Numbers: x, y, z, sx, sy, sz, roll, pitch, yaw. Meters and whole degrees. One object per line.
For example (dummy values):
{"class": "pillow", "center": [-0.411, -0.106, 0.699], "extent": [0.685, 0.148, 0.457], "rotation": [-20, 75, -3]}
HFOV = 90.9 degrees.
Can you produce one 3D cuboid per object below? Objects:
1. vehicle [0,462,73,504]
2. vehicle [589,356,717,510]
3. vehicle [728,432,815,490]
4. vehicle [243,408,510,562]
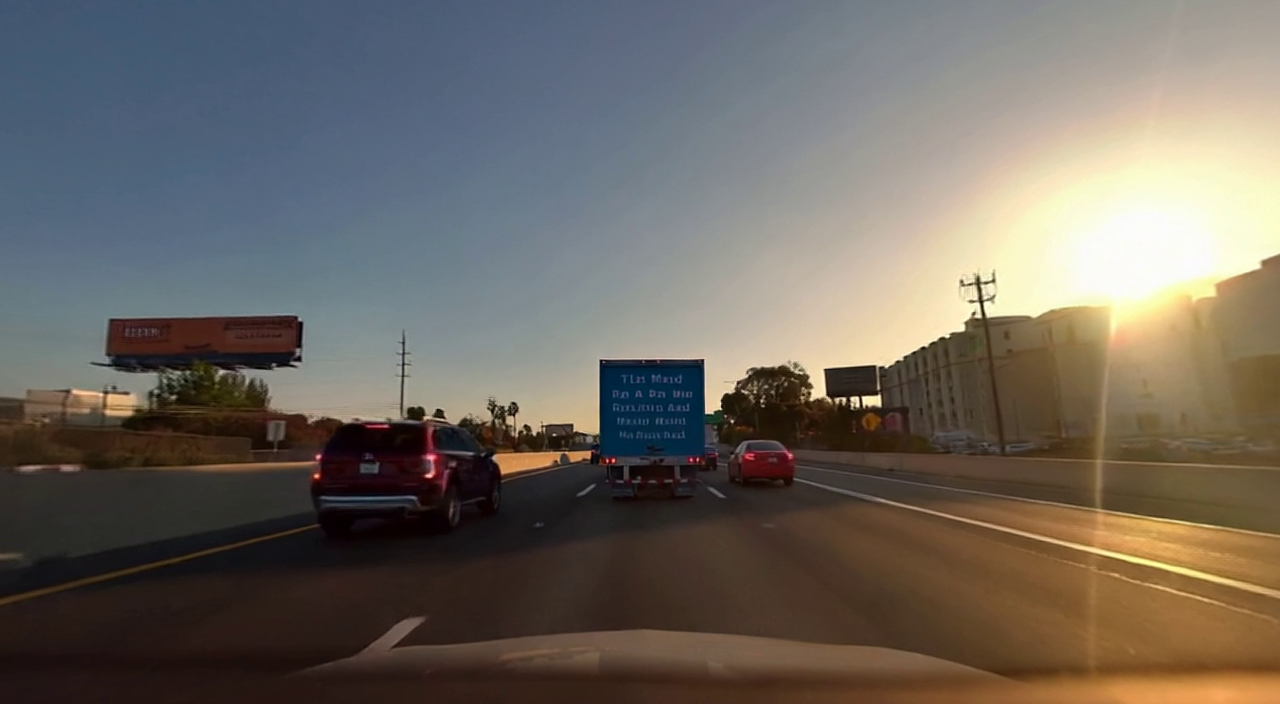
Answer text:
{"class": "vehicle", "center": [-27.033, 5.559, 26.810], "extent": [1.816, 1.581, 4.070], "rotation": [-1, -8, 6]}
{"class": "vehicle", "center": [0.360, 2.351, 17.881], "extent": [2.733, 3.296, 8.571], "rotation": [0, -8, 1]}
{"class": "vehicle", "center": [4.286, 3.618, 21.256], "extent": [1.986, 1.718, 4.296], "rotation": [0, -8, 0]}
{"class": "vehicle", "center": [-3.596, 1.898, 9.732], "extent": [2.133, 1.808, 4.349], "rotation": [0, -8, 1]}
